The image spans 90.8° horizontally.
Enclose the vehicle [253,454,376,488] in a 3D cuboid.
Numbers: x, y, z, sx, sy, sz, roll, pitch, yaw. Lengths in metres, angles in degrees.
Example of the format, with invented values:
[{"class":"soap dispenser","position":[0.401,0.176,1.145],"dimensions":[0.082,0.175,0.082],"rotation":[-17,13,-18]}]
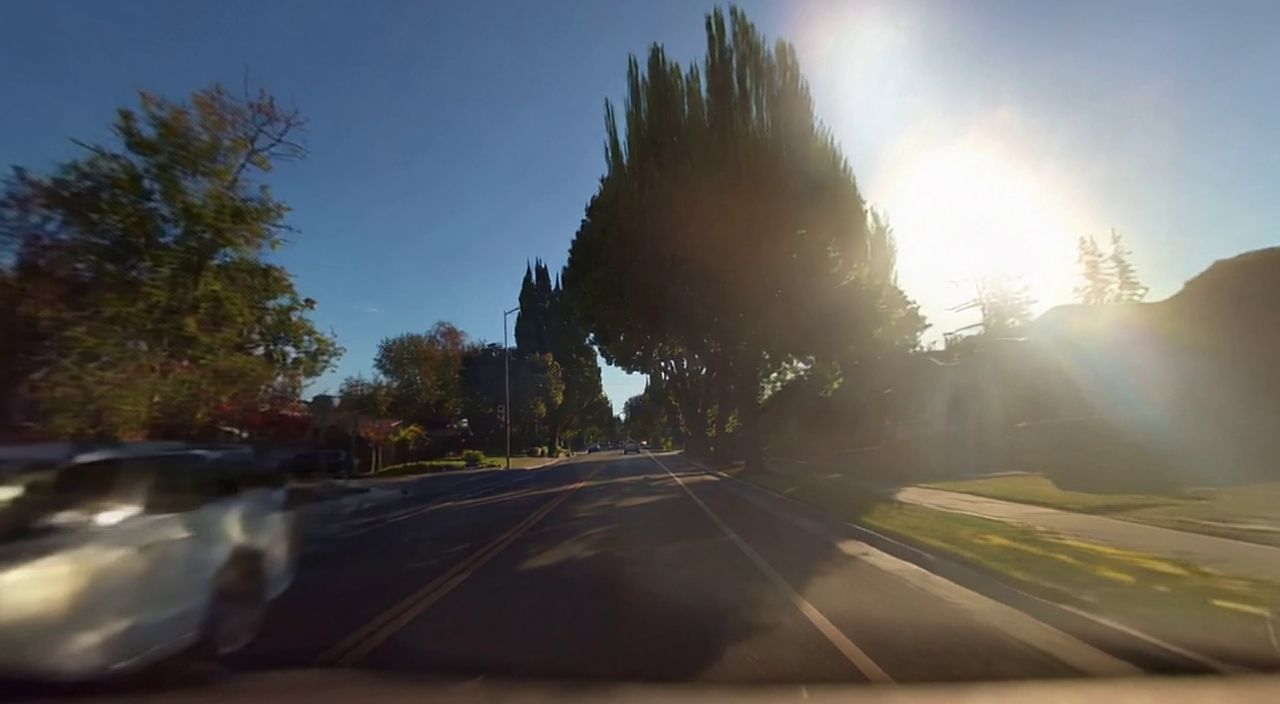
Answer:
[{"class":"vehicle","position":[-15.089,5.523,29.436],"dimensions":[4.779,1.453,1.970],"rotation":[-2,-8,9]}]

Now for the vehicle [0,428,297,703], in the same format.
[{"class":"vehicle","position":[-3.664,1.089,2.591],"dimensions":[1.996,1.519,4.559],"rotation":[-1,-8,-1]}]
